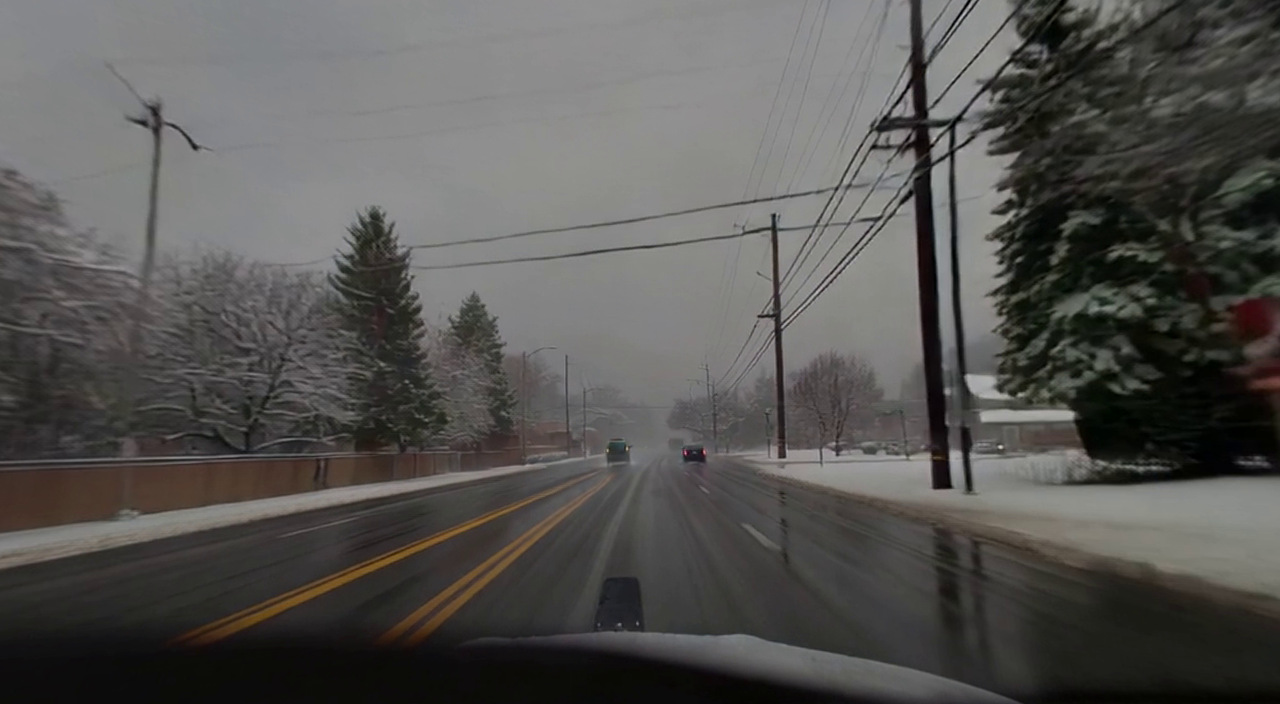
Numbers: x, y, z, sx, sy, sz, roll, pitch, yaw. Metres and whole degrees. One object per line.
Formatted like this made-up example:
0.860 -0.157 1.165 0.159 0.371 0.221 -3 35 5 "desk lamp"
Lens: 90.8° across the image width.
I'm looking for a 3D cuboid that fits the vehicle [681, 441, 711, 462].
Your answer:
4.085 7.392 46.928 2.015 1.467 4.117 -1 -8 2 "vehicle"
